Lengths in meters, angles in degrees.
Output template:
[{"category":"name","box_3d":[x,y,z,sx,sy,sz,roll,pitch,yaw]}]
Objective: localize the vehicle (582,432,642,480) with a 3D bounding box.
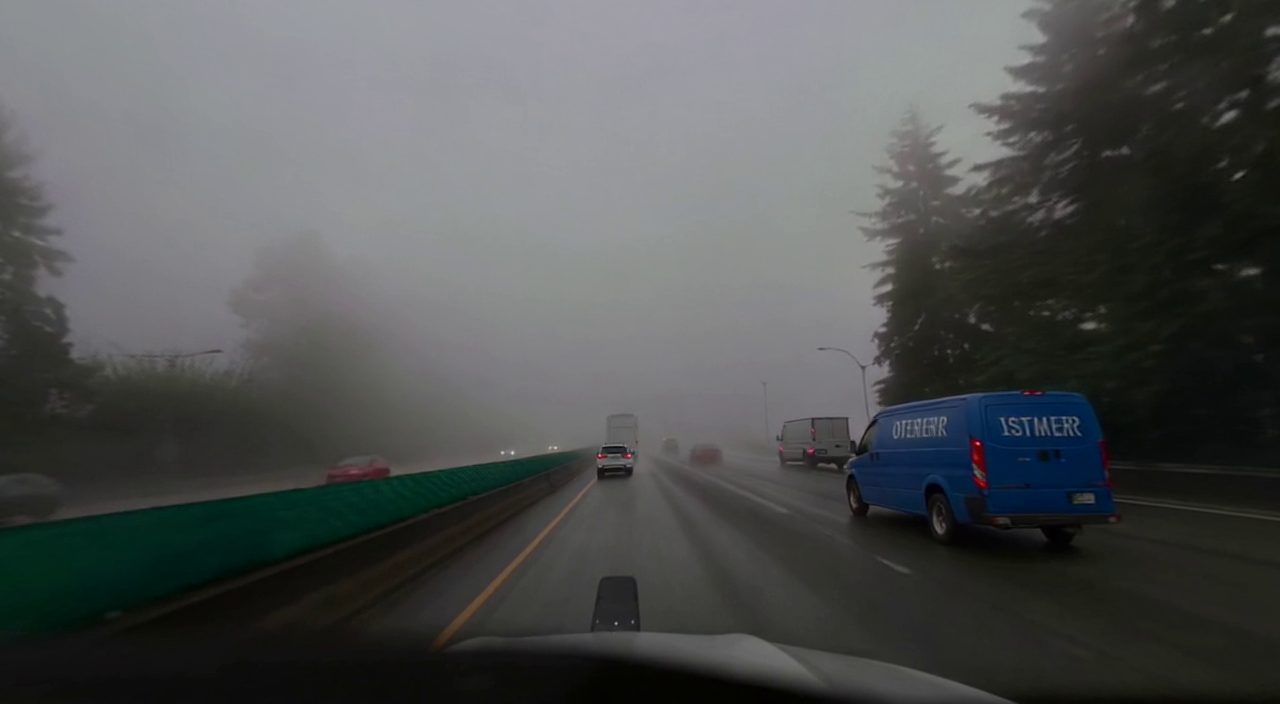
[{"category":"vehicle","box_3d":[-1.039,3.906,23.931,2.100,1.636,3.620,0,-8,-2]}]

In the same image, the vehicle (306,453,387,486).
[{"category":"vehicle","box_3d":[-15.658,6.272,33.889,1.990,1.502,4.966,0,-8,0]}]

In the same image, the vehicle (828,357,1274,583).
[{"category":"vehicle","box_3d":[4.484,1.408,8.290,2.223,2.008,5.121,0,-8,-3]}]
